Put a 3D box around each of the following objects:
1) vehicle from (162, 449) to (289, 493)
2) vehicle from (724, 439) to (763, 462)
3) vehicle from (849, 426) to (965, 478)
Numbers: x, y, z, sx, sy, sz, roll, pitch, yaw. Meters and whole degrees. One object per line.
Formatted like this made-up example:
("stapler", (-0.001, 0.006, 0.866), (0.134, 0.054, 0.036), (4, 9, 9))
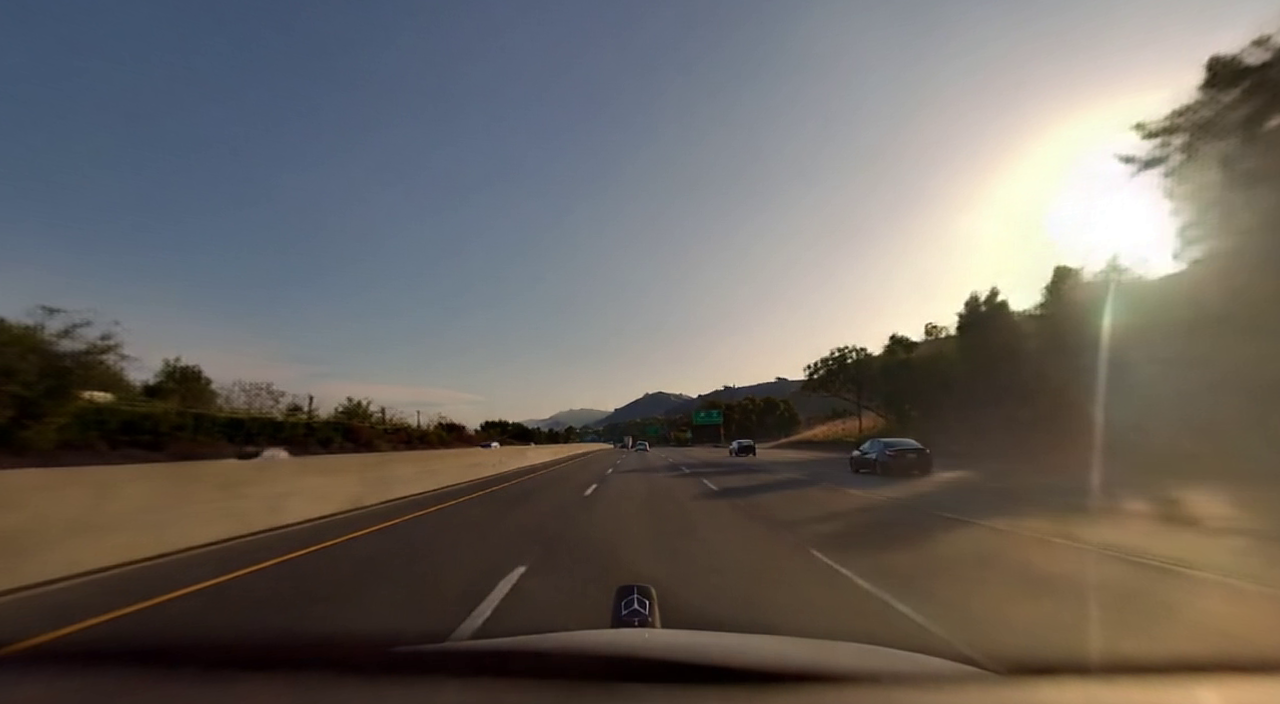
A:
("vehicle", (-15.879, 4.552, 24.443), (1.907, 1.498, 4.414), (0, -9, 0))
("vehicle", (7.428, 7.114, 45.644), (2.053, 1.553, 4.463), (0, -9, -1))
("vehicle", (11.038, 4.204, 26.654), (2.387, 1.936, 5.646), (0, -9, 0))
